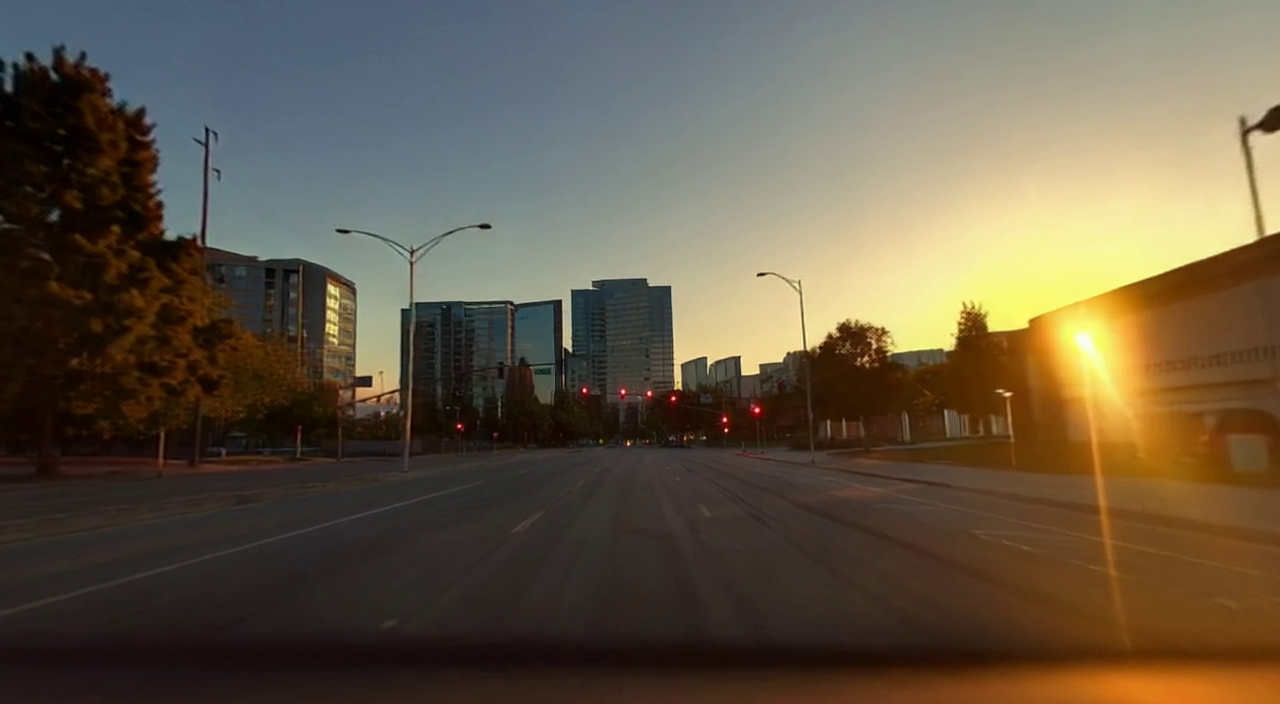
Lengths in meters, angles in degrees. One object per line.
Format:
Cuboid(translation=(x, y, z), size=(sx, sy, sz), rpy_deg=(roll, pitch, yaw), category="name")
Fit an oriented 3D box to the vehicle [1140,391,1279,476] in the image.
Cuboid(translation=(16.385, 2.297, 17.620), size=(1.951, 2.131, 3.345), rpy_deg=(0, -9, -1), category="vehicle")
